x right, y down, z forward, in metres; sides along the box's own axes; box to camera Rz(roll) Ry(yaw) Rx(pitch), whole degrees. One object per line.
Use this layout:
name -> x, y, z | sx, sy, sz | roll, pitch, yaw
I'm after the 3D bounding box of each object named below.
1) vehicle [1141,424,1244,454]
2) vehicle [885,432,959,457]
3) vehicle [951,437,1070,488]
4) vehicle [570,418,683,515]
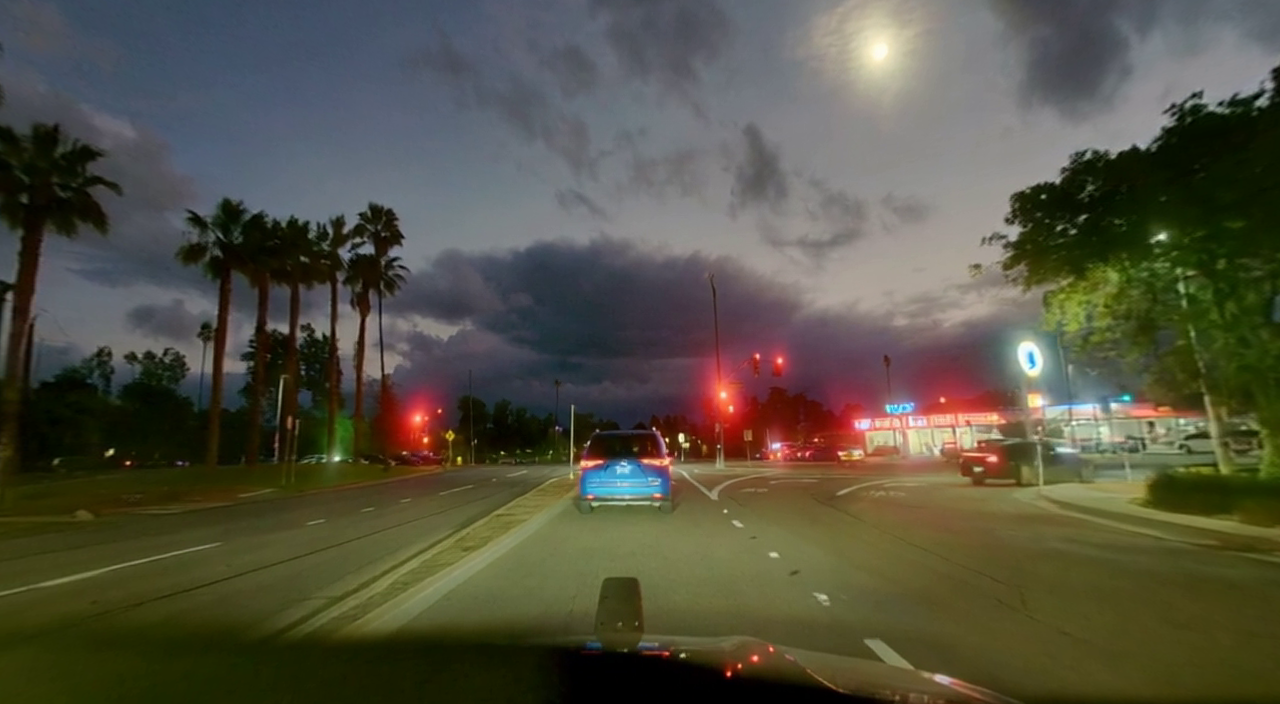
vehicle -> 32.387, 5.143, 37.202 | 4.167, 1.655, 1.841 | -6, -10, 32
vehicle -> 21.647, 7.128, 48.610 | 4.852, 1.847, 1.983 | -6, -10, 33
vehicle -> 12.918, 3.781, 21.949 | 4.542, 1.560, 2.086 | 7, -11, -40
vehicle -> -0.211, 2.665, 15.127 | 2.263, 1.932, 4.709 | -1, -9, 2
